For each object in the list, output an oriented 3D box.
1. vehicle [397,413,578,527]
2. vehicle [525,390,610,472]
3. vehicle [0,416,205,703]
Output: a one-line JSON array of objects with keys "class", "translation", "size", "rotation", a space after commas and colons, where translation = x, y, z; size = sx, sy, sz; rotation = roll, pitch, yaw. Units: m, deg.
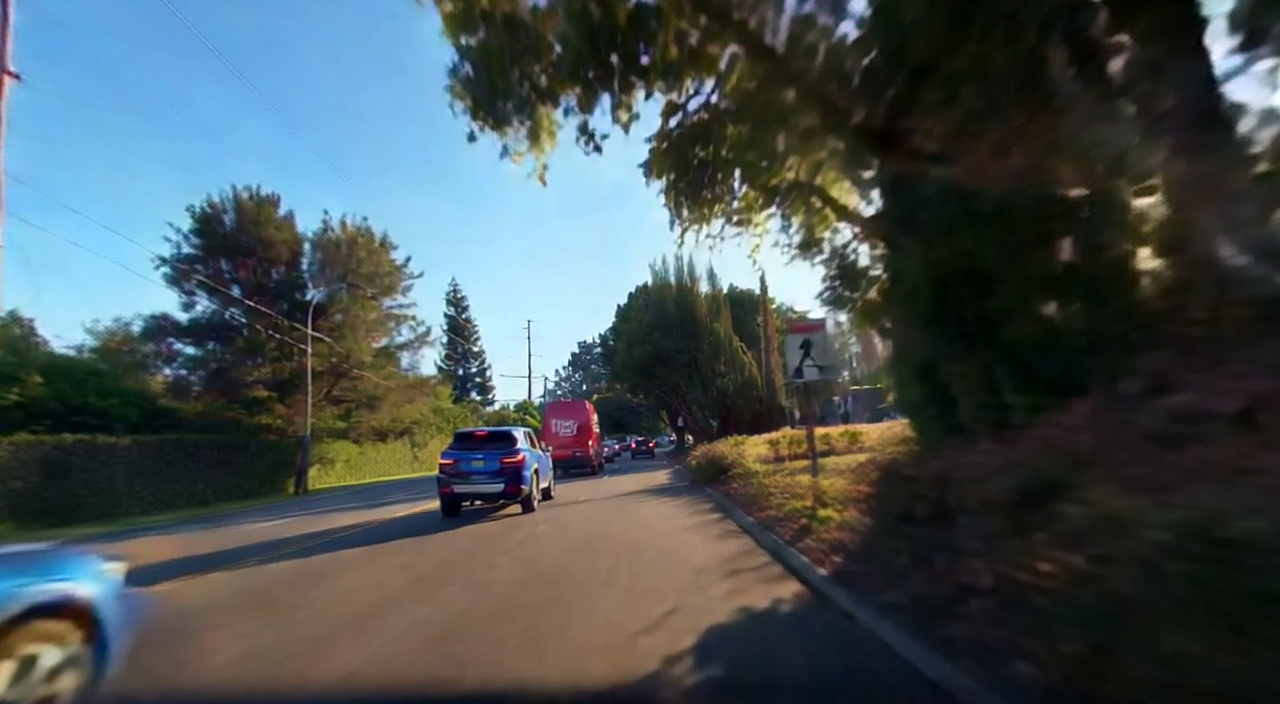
[{"class": "vehicle", "translation": [-2.743, 2.316, 13.001], "size": [2.187, 1.821, 5.501], "rotation": [-1, -8, 2]}, {"class": "vehicle", "translation": [-3.051, 3.769, 29.260], "size": [2.818, 3.181, 9.114], "rotation": [0, -8, 0]}, {"class": "vehicle", "translation": [-3.336, 0.780, 0.954], "size": [1.966, 1.466, 4.699], "rotation": [0, -8, 1]}]
